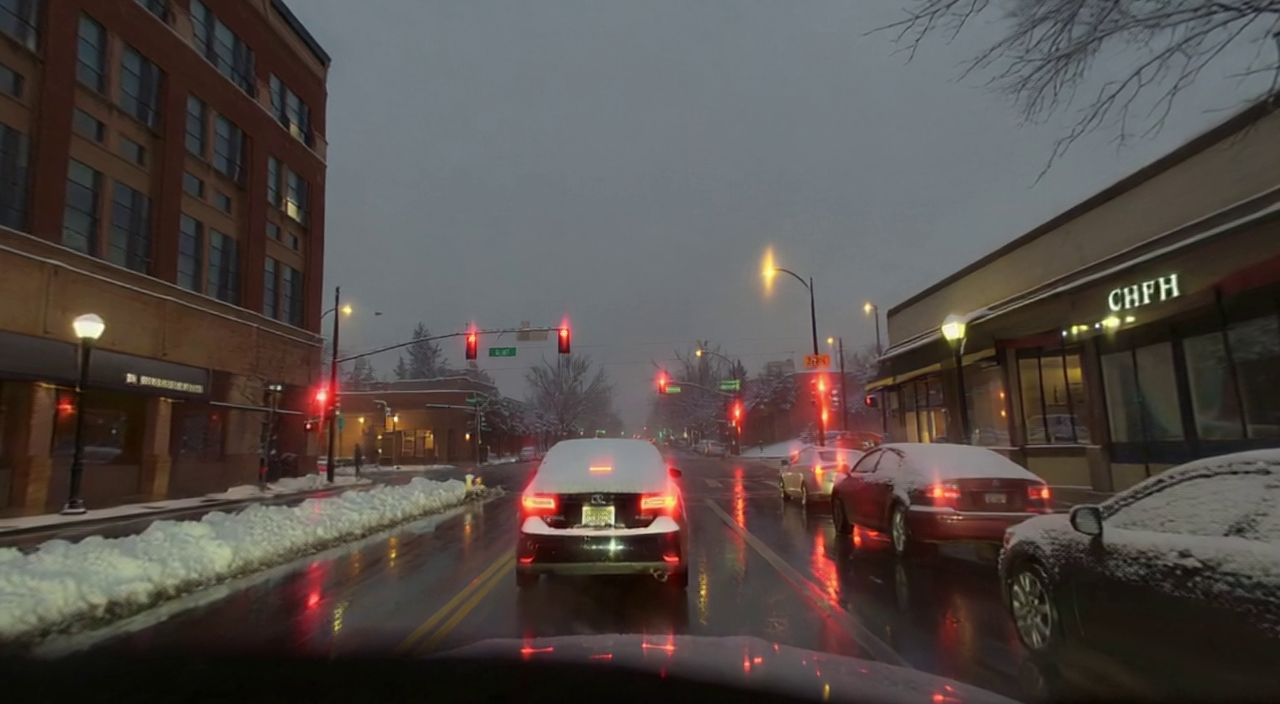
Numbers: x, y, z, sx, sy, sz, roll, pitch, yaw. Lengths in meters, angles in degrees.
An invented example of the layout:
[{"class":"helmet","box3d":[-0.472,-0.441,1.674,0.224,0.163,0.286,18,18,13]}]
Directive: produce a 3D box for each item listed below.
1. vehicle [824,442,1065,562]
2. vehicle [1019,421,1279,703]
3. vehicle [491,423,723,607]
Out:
[{"class":"vehicle","box3d":[4.564,2.264,10.421,1.912,1.505,4.618,-1,-8,3]},{"class":"vehicle","box3d":[3.177,0.827,1.109,2.006,1.496,4.767,0,-9,-1]},{"class":"vehicle","box3d":[-0.285,1.607,7.076,1.888,1.489,3.703,0,-8,-1]}]
